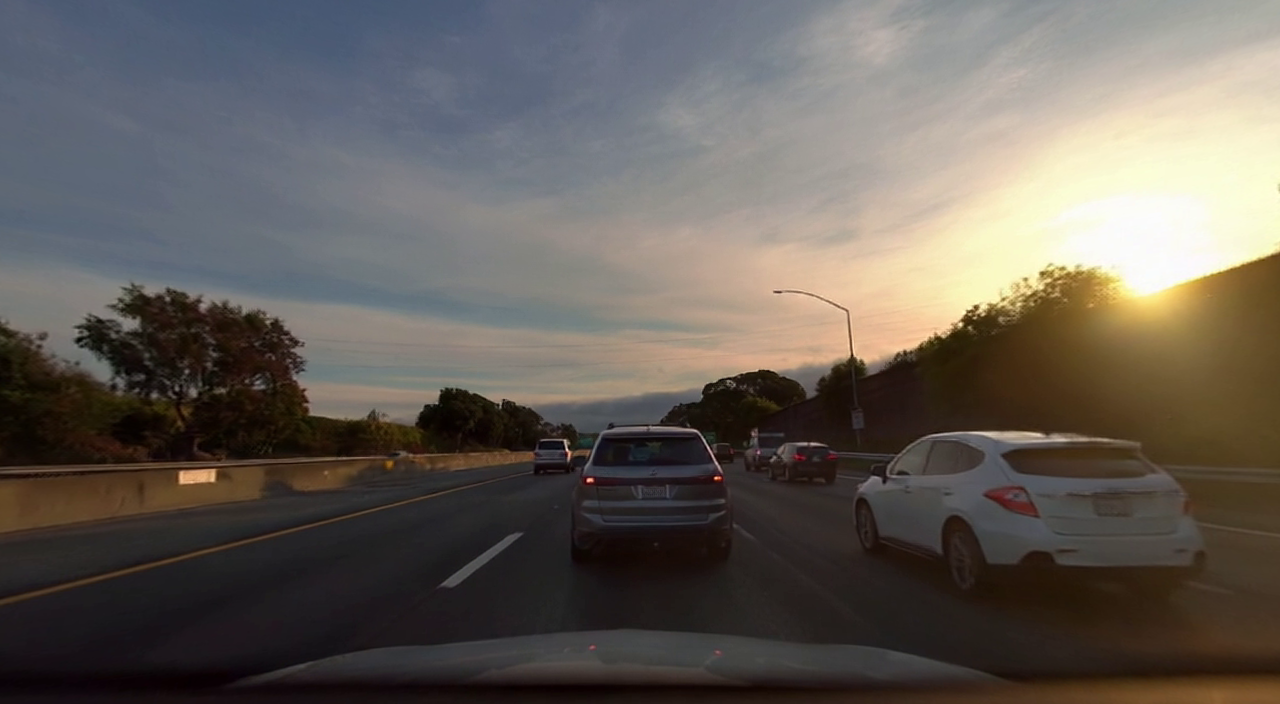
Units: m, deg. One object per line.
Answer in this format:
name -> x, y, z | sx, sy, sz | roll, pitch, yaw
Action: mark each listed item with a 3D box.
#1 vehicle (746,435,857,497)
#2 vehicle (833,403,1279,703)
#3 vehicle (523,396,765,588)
vehicle -> 4.796, 3.461, 19.442 | 1.972, 1.647, 4.429 | 1, -9, -4
vehicle -> 3.439, 1.392, 5.573 | 2.028, 1.534, 4.691 | 0, -9, 1
vehicle -> -0.064, 1.598, 7.878 | 2.230, 1.740, 3.976 | 1, -9, -3
